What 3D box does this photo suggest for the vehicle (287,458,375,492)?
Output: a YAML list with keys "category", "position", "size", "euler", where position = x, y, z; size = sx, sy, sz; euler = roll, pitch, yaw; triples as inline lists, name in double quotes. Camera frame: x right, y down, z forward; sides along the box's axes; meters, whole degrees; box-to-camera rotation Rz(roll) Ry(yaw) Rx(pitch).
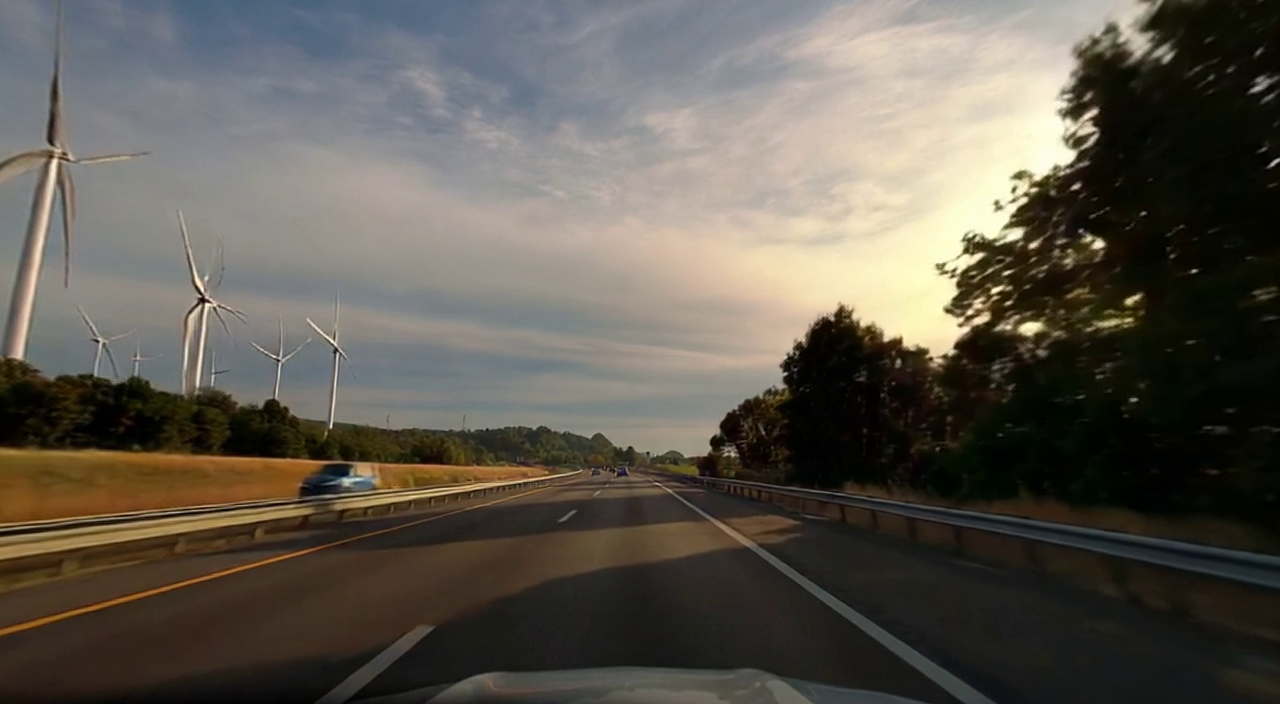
- category: "vehicle"
  position: [-14.844, 5.958, 30.574]
  size: [1.979, 1.471, 4.623]
  euler: [1, -11, -2]
